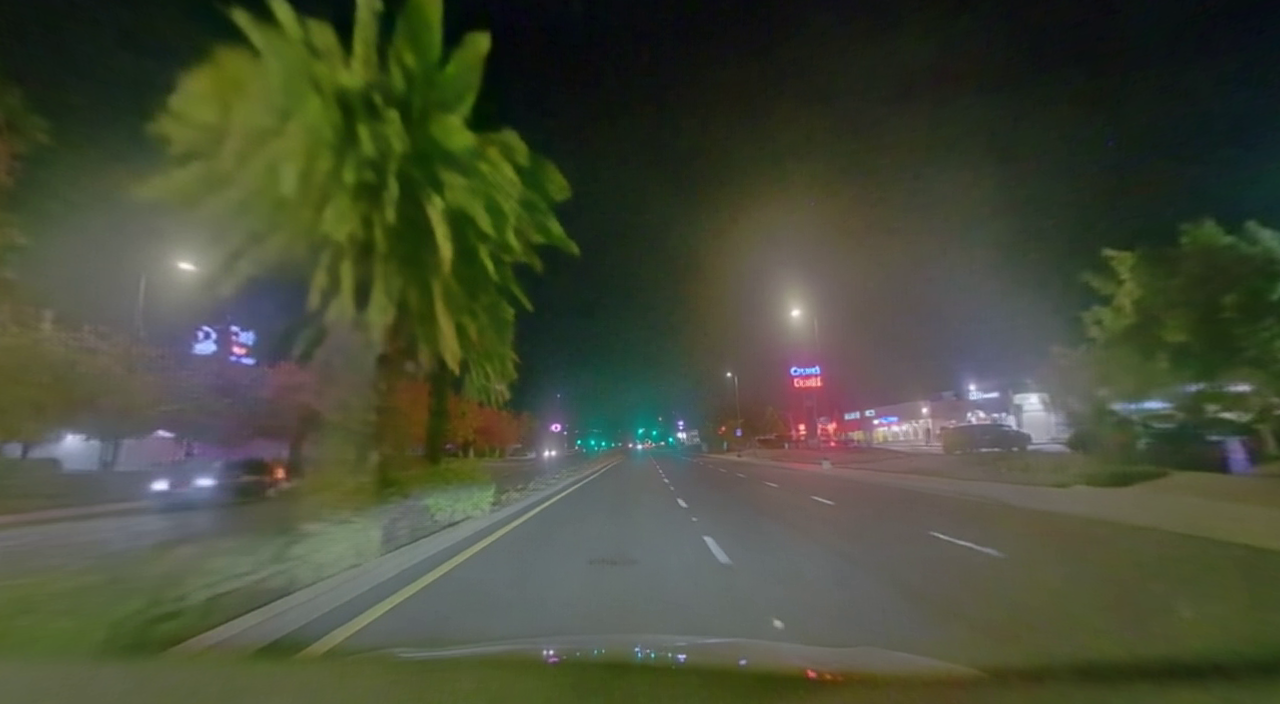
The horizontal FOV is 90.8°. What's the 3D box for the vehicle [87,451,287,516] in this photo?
[{"bbox_3d":[-11.980,3.462,17.230,2.015,1.484,4.651,0,-8,-1],"label":"vehicle"}]
